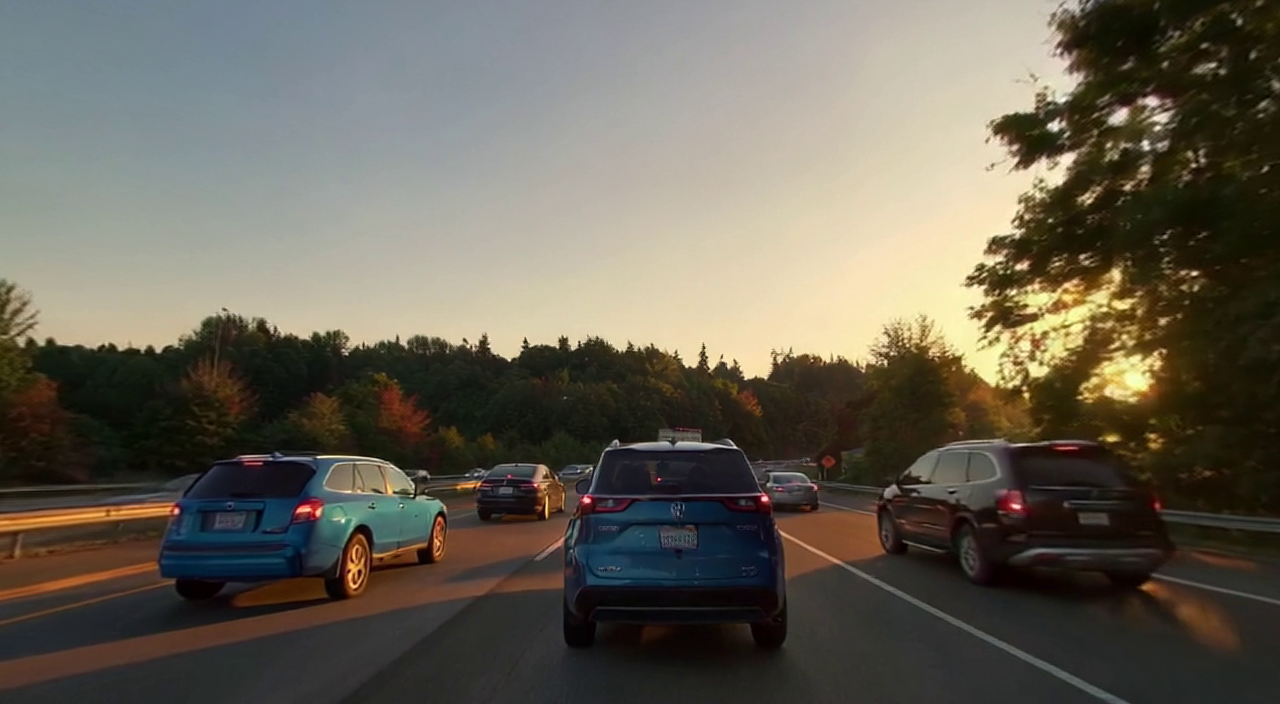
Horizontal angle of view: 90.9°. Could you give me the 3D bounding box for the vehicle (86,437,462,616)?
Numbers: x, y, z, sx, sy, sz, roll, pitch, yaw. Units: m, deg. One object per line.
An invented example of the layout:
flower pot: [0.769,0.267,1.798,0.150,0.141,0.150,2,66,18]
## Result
vehicle: [-3.894,1.956,7.829,1.994,1.556,4.263,0,-11,1]

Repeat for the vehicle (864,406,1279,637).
vehicle: [4.459,1.804,7.450,1.984,1.876,4.287,1,-11,0]

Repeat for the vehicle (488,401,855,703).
vehicle: [0.161,1.537,5.713,2.057,1.725,4.126,1,-11,-1]
